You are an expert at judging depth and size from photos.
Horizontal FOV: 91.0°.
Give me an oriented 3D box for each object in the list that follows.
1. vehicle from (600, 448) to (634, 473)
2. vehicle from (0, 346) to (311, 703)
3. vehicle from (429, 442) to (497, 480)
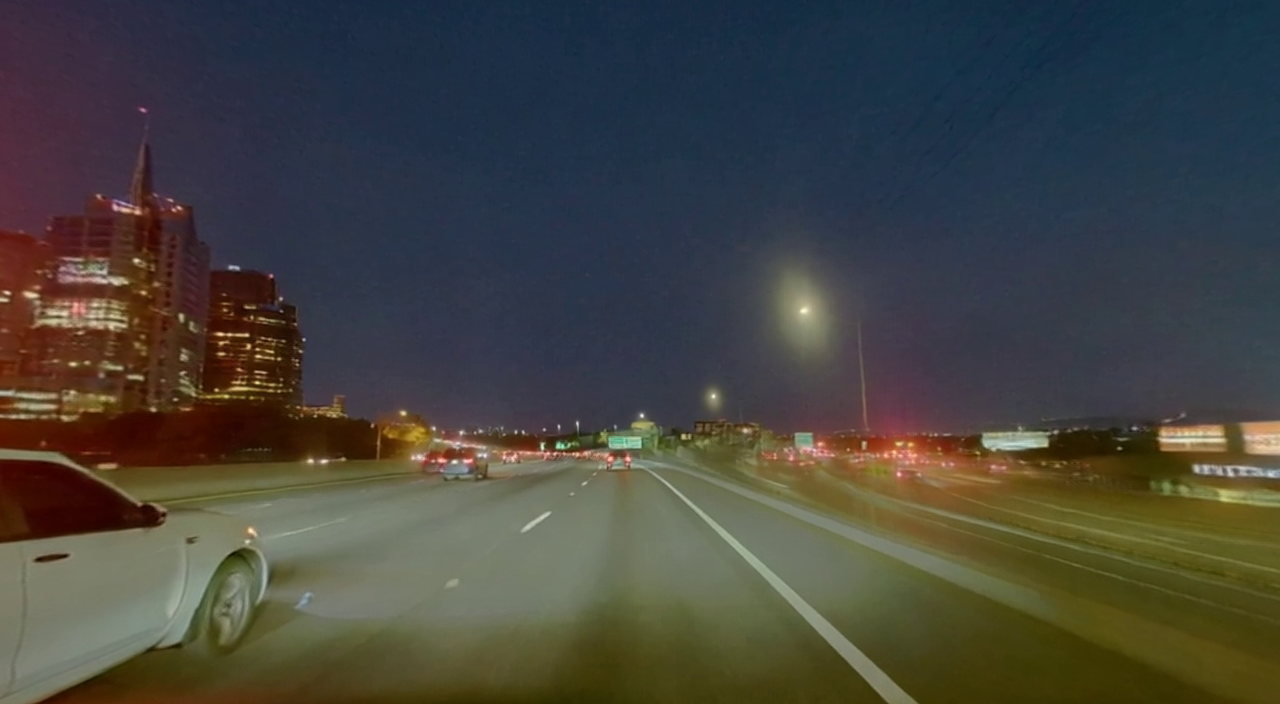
[{"bbox_3d":[-1.487,7.013,41.035,2.110,1.501,4.319,0,-9,-2],"label":"vehicle"},{"bbox_3d":[-3.611,0.846,2.522,2.036,1.717,4.592,0,-9,1],"label":"vehicle"},{"bbox_3d":[-8.500,5.248,30.664,2.065,1.689,4.399,0,-9,-1],"label":"vehicle"}]
